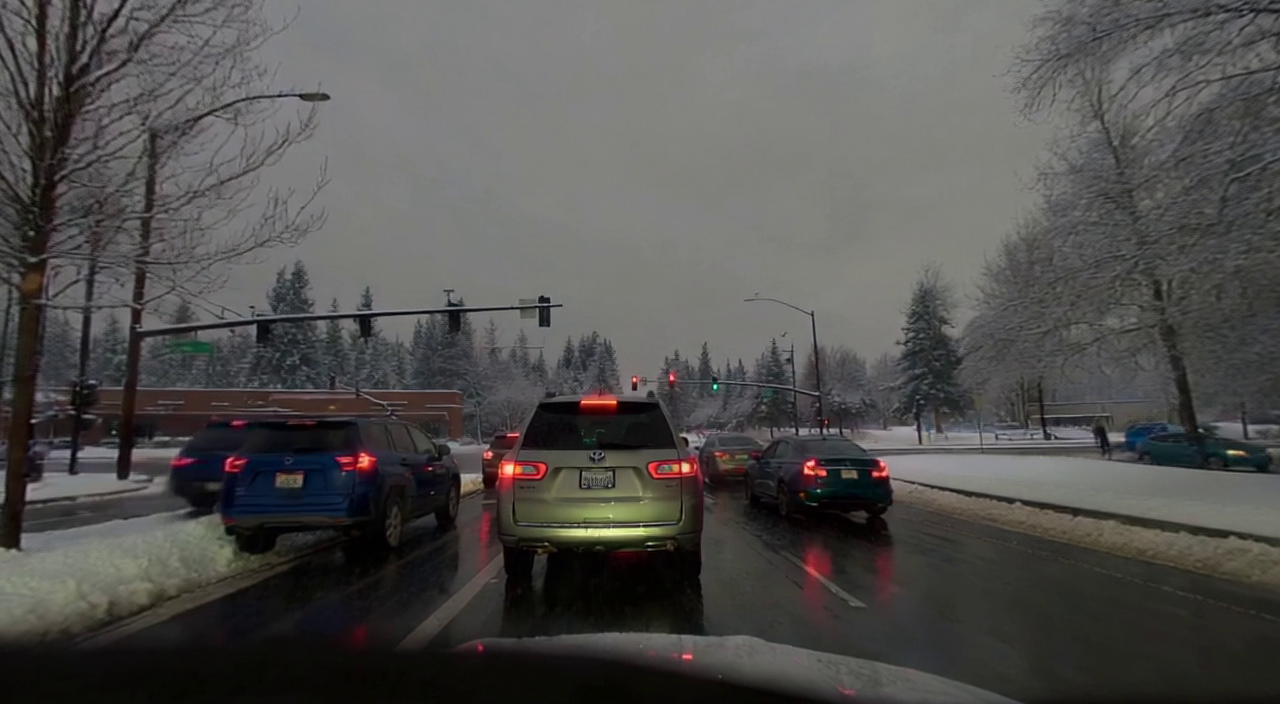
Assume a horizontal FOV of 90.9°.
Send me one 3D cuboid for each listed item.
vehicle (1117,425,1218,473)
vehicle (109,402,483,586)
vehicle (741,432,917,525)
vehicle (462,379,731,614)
[{"bbox_3d":[19.284,3.519,22.979,4.215,1.578,1.892,7,-11,-39],"label":"vehicle"},{"bbox_3d":[-3.713,1.630,8.097,2.160,1.666,4.583,0,-8,1],"label":"vehicle"},{"bbox_3d":[3.399,2.364,12.345,2.121,1.494,4.208,0,-8,0],"label":"vehicle"},{"bbox_3d":[-0.344,1.436,7.109,2.064,1.817,4.298,0,-8,0],"label":"vehicle"}]
